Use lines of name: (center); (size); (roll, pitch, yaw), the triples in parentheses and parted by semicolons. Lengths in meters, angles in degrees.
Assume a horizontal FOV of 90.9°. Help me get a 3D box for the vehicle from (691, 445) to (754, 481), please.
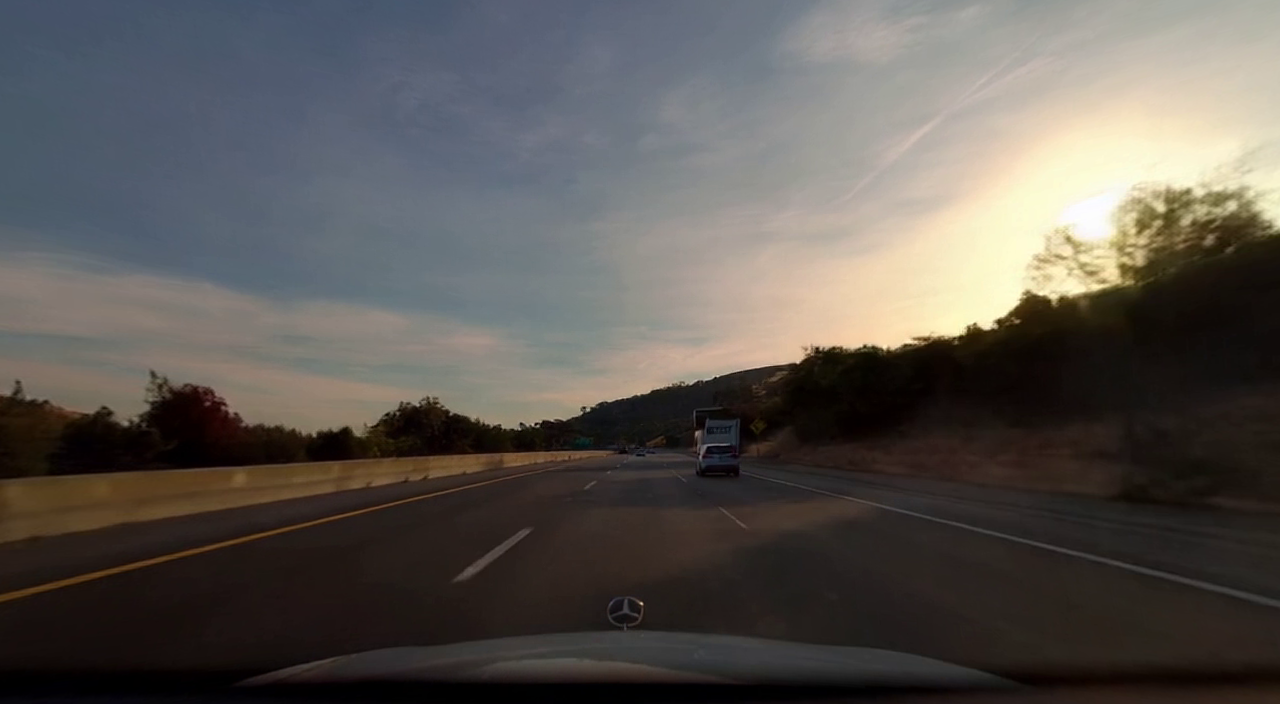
vehicle: (3.592, 4.894, 28.253); (2.193, 1.462, 4.533); (0, -8, 0)
